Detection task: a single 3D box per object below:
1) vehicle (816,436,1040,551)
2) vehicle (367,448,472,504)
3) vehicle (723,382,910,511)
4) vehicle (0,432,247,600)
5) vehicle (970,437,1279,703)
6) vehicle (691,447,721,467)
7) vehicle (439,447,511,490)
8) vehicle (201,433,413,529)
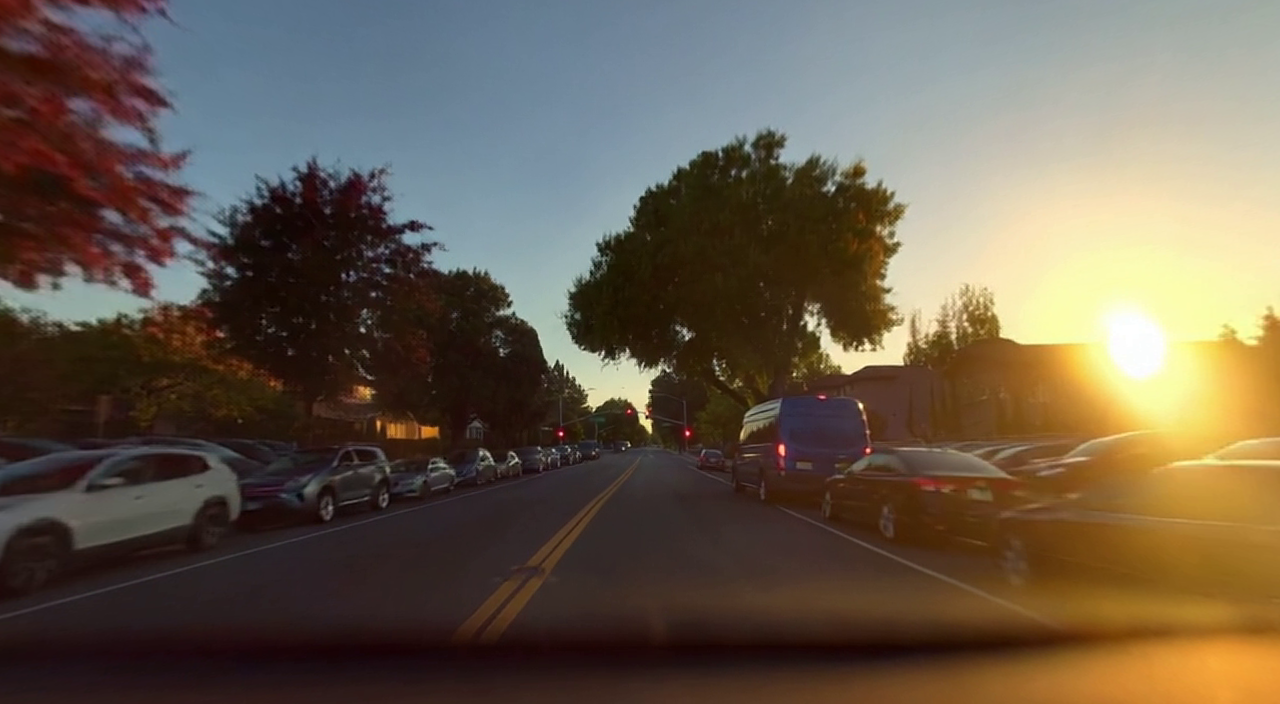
[{"bbox_3d":[4.426,2.192,10.536,1.764,1.494,4.248,0,-8,1],"label":"vehicle"},{"bbox_3d":[-6.904,3.885,20.251,1.718,1.435,4.370,-3,-8,2],"label":"vehicle"},{"bbox_3d":[4.441,2.627,17.732,3.089,2.882,6.770,0,-9,-1],"label":"vehicle"},{"bbox_3d":[-7.111,1.829,7.737,1.874,1.607,4.174,-1,-8,0],"label":"vehicle"},{"bbox_3d":[4.352,1.281,4.066,1.762,1.444,4.906,0,-8,0],"label":"vehicle"},{"bbox_3d":[4.978,7.929,47.871,1.849,1.415,4.181,0,-8,1],"label":"vehicle"},{"bbox_3d":[-6.695,4.739,25.976,1.832,1.439,4.337,-2,-7,-1],"label":"vehicle"},{"bbox_3d":[-7.049,2.741,14.138,1.984,1.745,4.866,-1,-8,2],"label":"vehicle"}]
